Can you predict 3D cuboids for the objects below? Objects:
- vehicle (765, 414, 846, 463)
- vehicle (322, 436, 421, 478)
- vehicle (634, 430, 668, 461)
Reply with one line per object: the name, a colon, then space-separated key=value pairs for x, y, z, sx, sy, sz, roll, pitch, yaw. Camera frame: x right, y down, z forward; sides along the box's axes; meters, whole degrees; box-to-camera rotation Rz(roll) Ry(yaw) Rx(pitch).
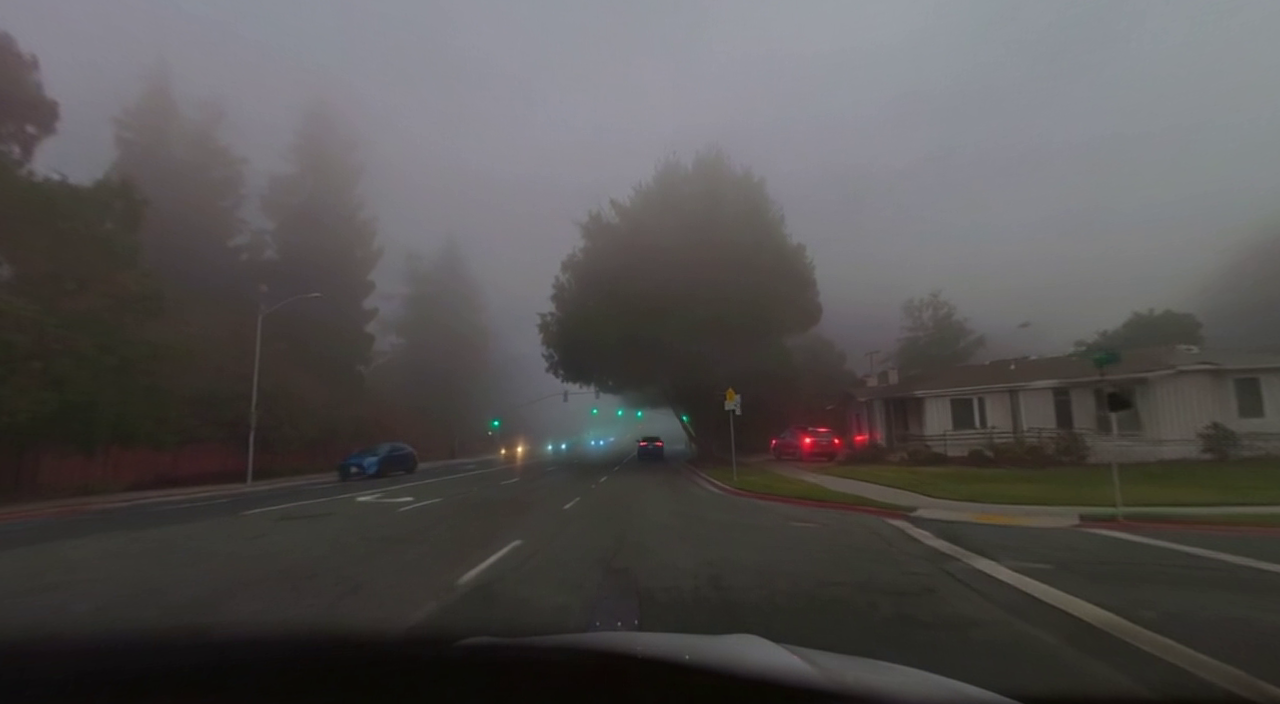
vehicle: x=8.412 y=4.516 z=32.778 sx=2.531 sy=2.263 sz=6.802 roll=0 pitch=-8 yaw=1
vehicle: x=-12.427 y=4.862 z=29.543 sx=2.397 sy=1.802 sz=4.855 roll=0 pitch=-8 yaw=1
vehicle: x=0.721 y=6.056 z=40.937 sx=2.059 sy=1.908 sz=4.714 roll=0 pitch=-8 yaw=1
